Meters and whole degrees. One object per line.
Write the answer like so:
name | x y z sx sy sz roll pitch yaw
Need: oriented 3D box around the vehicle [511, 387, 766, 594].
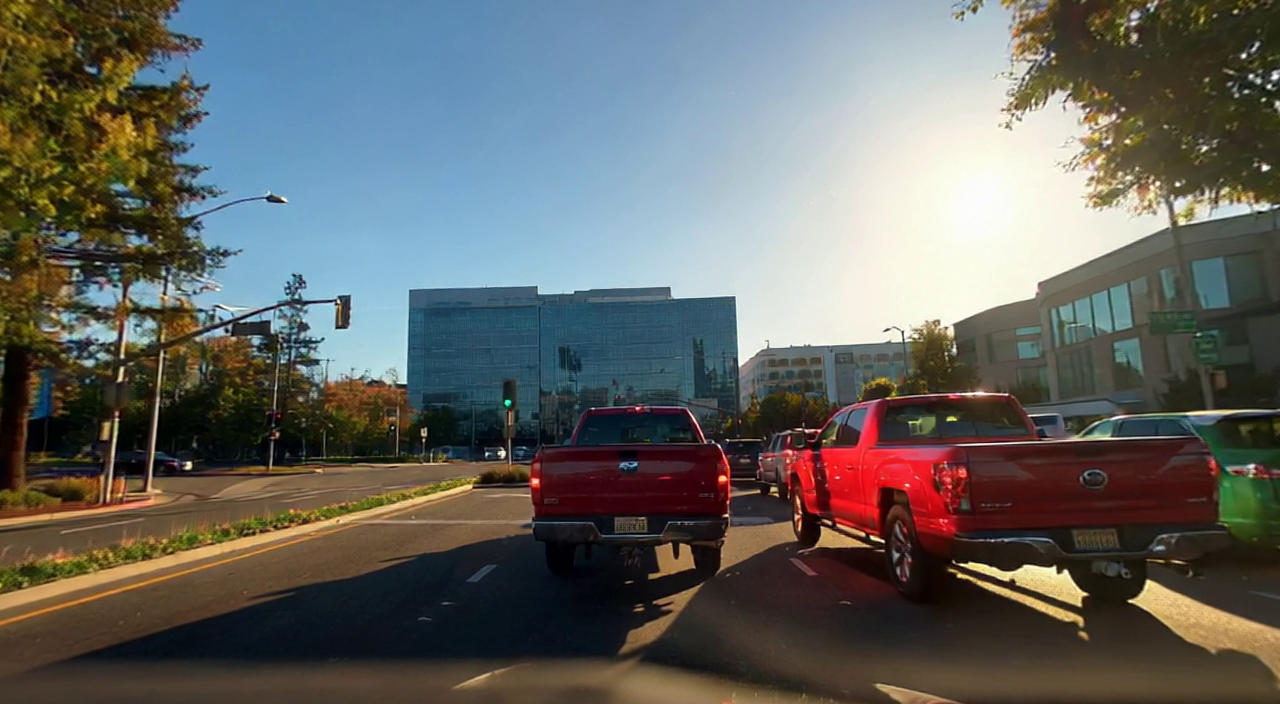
vehicle | -0.063 1.594 8.157 2.240 1.821 5.001 0 -9 -1

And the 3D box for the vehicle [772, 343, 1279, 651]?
vehicle | 3.319 1.328 6.923 2.412 1.953 5.682 0 -9 -1

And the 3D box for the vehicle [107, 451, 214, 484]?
vehicle | -26.393 6.334 34.988 4.437 1.669 1.936 5 -10 -30
